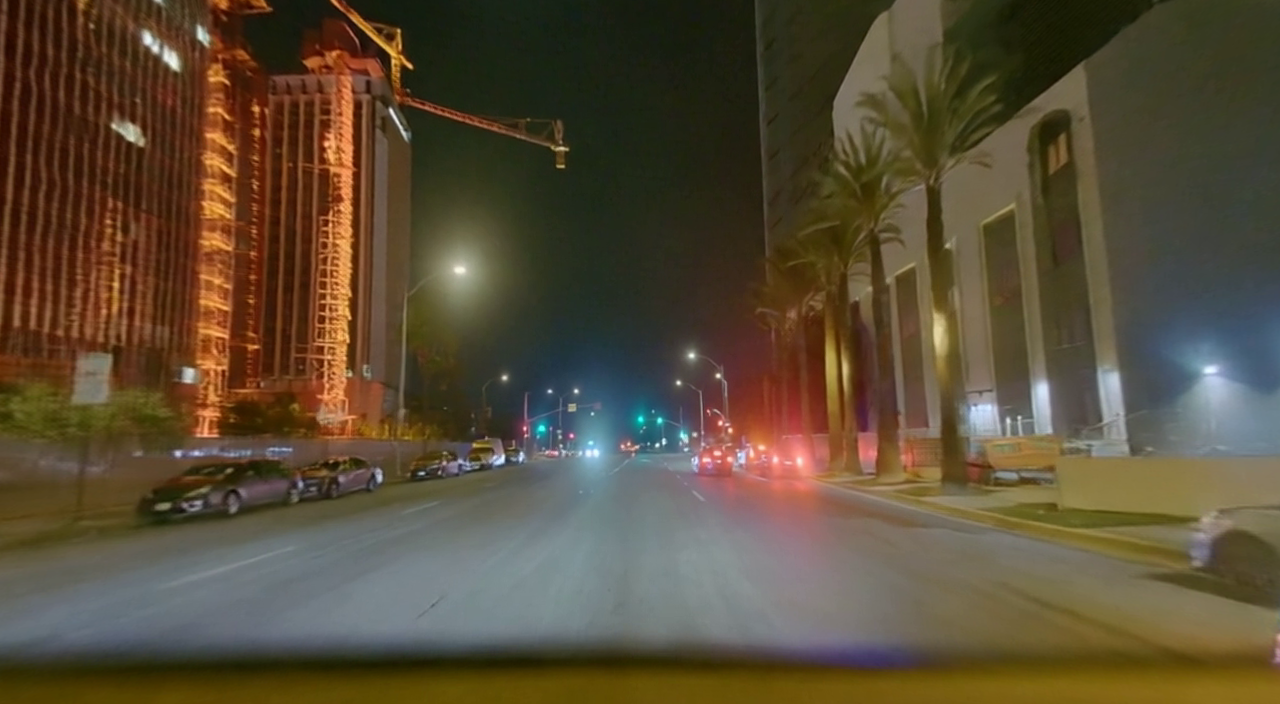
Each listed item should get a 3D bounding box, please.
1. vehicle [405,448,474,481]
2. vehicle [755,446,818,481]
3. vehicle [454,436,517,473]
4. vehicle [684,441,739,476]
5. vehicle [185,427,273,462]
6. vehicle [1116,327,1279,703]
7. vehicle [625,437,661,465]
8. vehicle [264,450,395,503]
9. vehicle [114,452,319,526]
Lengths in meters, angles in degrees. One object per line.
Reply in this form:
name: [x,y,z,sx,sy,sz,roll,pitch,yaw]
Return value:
vehicle: [-9.784,5.478,31.192,1.804,1.478,4.734,0,-9,0]
vehicle: [6.610,5.076,29.015,1.819,1.435,4.337,0,-9,-1]
vehicle: [-9.777,6.633,40.516,2.294,1.948,6.025,-6,-11,1]
vehicle: [3.261,4.954,29.556,1.999,1.487,3.939,0,-9,-2]
vehicle: [-19.942,4.507,30.641,3.575,1.571,1.912,-5,-10,27]
vehicle: [3.086,0.527,0.516,1.953,1.687,4.344,0,-9,0]
vehicle: [0.238,6.573,41.976,2.264,1.798,4.258,0,-9,1]
vehicle: [-9.553,3.831,19.944,1.821,1.448,4.591,0,-9,0]
vehicle: [-9.674,3.123,14.959,1.826,1.445,4.325,0,-9,0]
